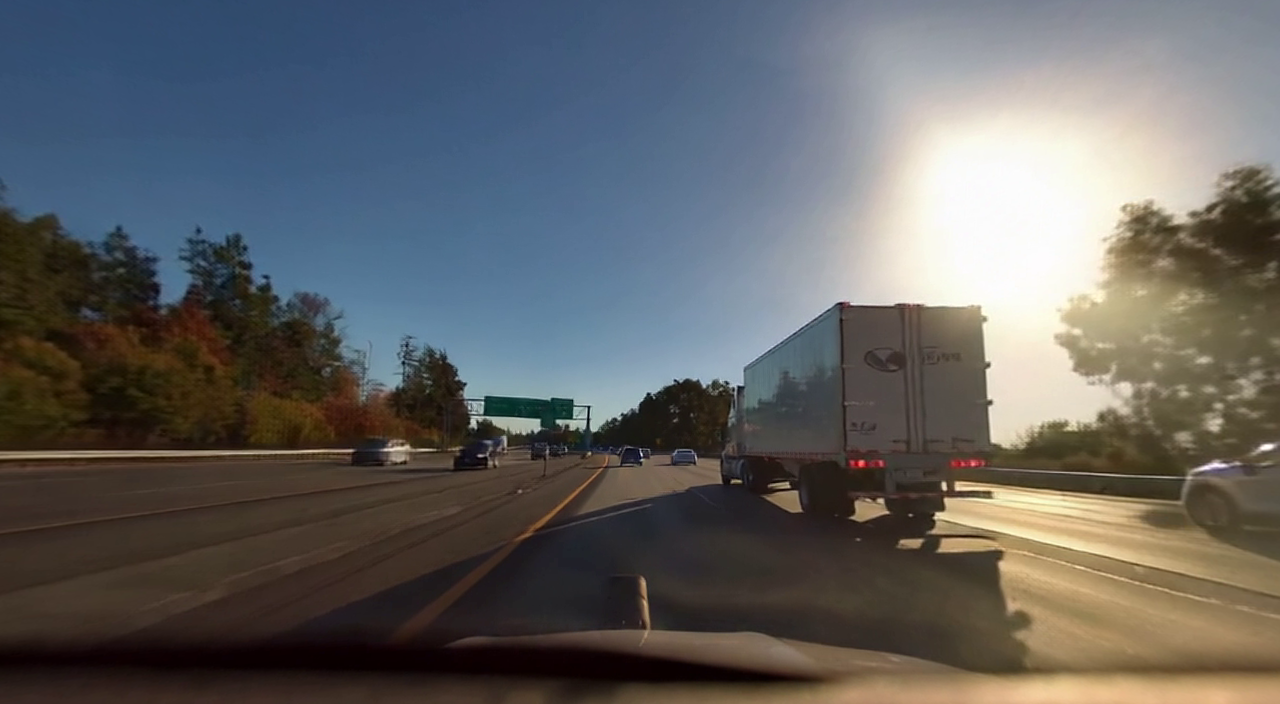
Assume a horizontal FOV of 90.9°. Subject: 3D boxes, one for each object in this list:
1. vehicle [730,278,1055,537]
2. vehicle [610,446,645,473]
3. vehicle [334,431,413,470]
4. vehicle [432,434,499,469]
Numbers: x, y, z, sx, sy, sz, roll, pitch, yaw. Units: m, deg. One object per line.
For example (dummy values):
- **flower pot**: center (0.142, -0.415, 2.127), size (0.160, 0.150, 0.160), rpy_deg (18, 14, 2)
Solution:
- **vehicle**: center (4.848, 1.881, 16.746), size (2.890, 4.006, 14.039), rpy_deg (0, -9, 0)
- **vehicle**: center (-0.774, 6.744, 39.854), size (2.111, 1.599, 3.859), rpy_deg (0, -9, -1)
- **vehicle**: center (-12.487, 4.664, 29.824), size (1.945, 1.570, 4.183), rpy_deg (4, -9, -2)
- **vehicle**: center (-8.136, 4.690, 29.741), size (2.029, 1.527, 4.006), rpy_deg (0, -9, 0)
